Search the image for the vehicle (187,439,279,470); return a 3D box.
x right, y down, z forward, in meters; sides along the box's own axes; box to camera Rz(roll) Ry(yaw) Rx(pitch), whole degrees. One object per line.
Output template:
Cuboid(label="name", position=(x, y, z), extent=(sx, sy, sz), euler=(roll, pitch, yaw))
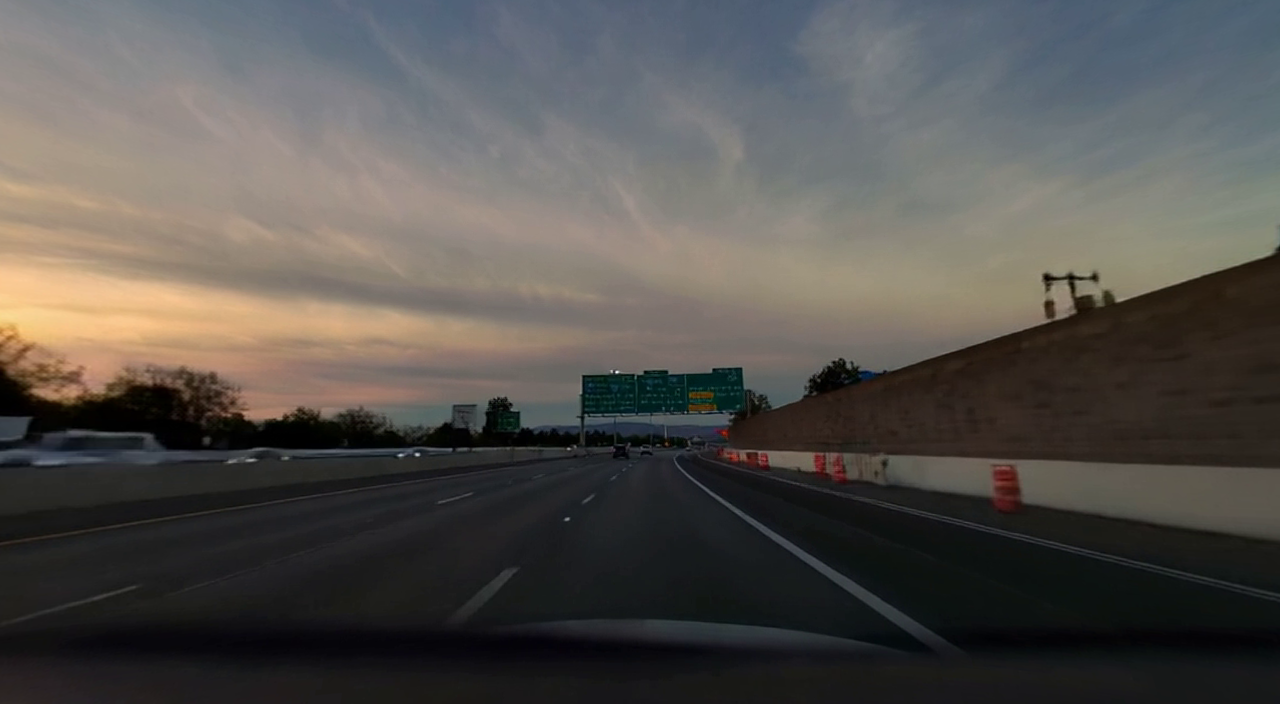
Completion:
Cuboid(label="vehicle", position=(-26.311, 6.644, 40.993), extent=(2.248, 1.848, 5.472), euler=(0, -9, 1))

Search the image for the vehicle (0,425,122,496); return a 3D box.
Cuboid(label="vehicle", position=(-16.151, 2.716, 15.845), extent=(2.081, 1.656, 4.819), euler=(0, -9, 0))
